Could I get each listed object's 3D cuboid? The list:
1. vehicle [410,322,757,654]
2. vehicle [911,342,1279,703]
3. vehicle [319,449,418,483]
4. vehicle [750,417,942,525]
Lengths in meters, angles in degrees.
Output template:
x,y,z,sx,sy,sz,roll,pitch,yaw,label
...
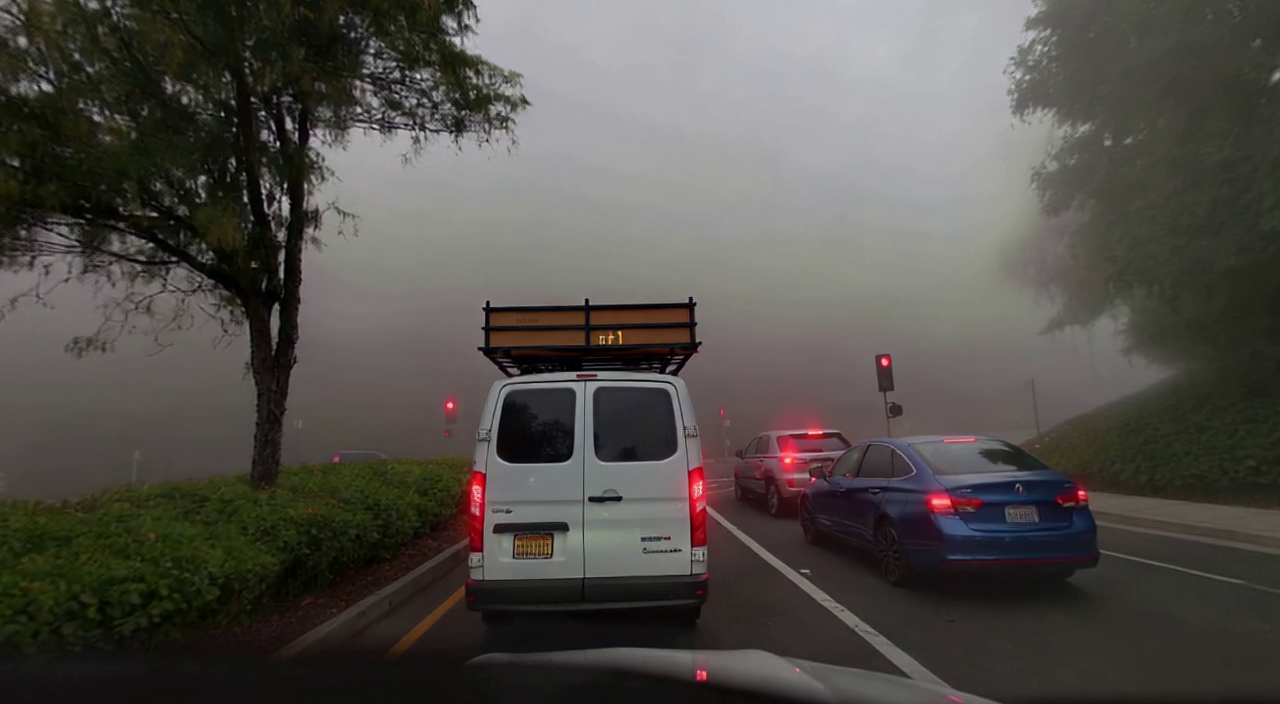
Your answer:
x,y,z,sx,sy,sz,roll,pitch,yaw,label
-0.362,1.151,6.189,2.145,2.089,4.309,0,-9,0,vehicle
3.458,0.943,3.411,1.965,1.671,4.146,0,-9,-3,vehicle
-14.039,5.882,32.758,4.501,1.613,1.852,5,-10,-28,vehicle
3.667,2.212,12.261,2.024,1.692,4.252,1,-9,-4,vehicle
